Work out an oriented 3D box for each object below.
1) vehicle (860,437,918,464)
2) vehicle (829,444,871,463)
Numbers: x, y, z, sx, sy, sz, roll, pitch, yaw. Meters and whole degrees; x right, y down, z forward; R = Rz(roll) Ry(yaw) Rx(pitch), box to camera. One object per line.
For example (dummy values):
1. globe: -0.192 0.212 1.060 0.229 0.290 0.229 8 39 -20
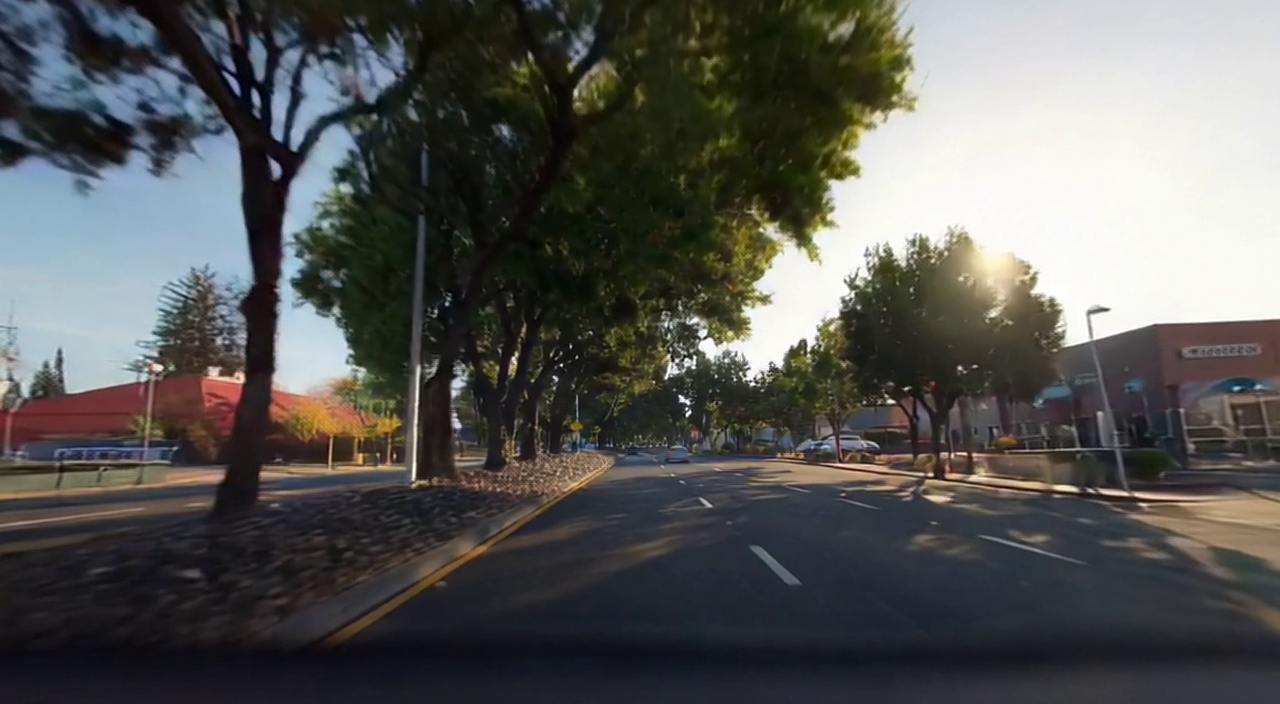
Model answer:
1. vehicle: 19.261 7.636 49.204 2.249 1.876 5.470 0 -7 -1
2. vehicle: 16.525 7.991 49.949 1.928 1.426 4.452 -1 -9 3
